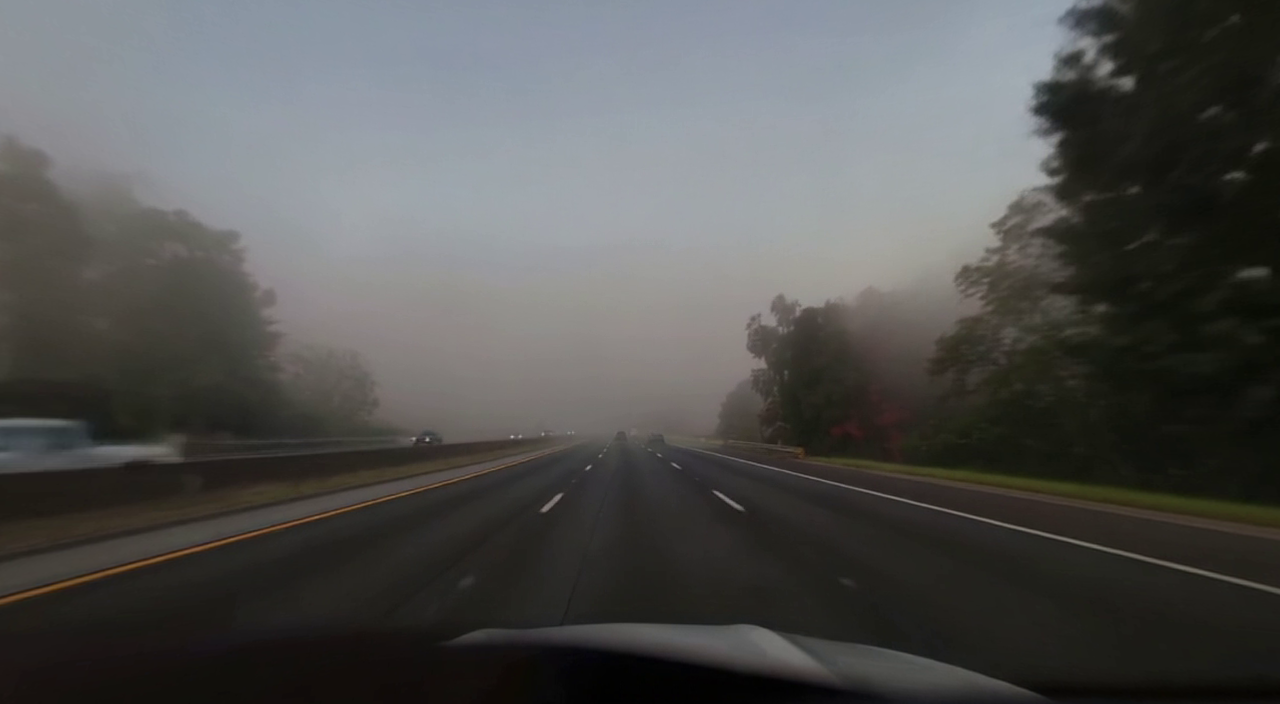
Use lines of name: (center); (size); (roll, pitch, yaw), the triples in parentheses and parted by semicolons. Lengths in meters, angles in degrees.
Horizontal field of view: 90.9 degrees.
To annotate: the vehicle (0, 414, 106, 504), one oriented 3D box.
vehicle: (-11.483, 1.767, 10.401); (1.814, 1.477, 4.133); (1, -8, -2)
